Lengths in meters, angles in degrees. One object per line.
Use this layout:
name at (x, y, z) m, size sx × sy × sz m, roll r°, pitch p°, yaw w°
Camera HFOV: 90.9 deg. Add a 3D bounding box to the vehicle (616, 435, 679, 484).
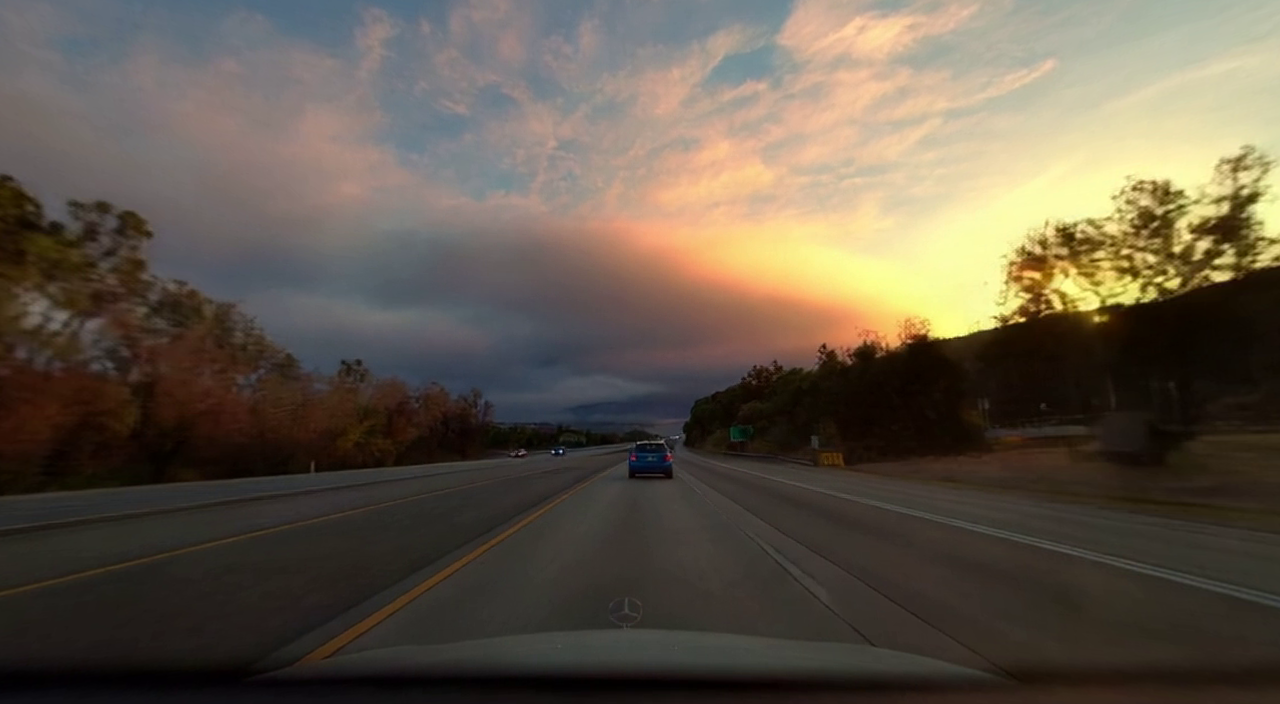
vehicle at (0.286, 4.063, 24.038) m, size 2.190 × 1.706 × 4.062 m, roll 0°, pitch -9°, yaw 1°
